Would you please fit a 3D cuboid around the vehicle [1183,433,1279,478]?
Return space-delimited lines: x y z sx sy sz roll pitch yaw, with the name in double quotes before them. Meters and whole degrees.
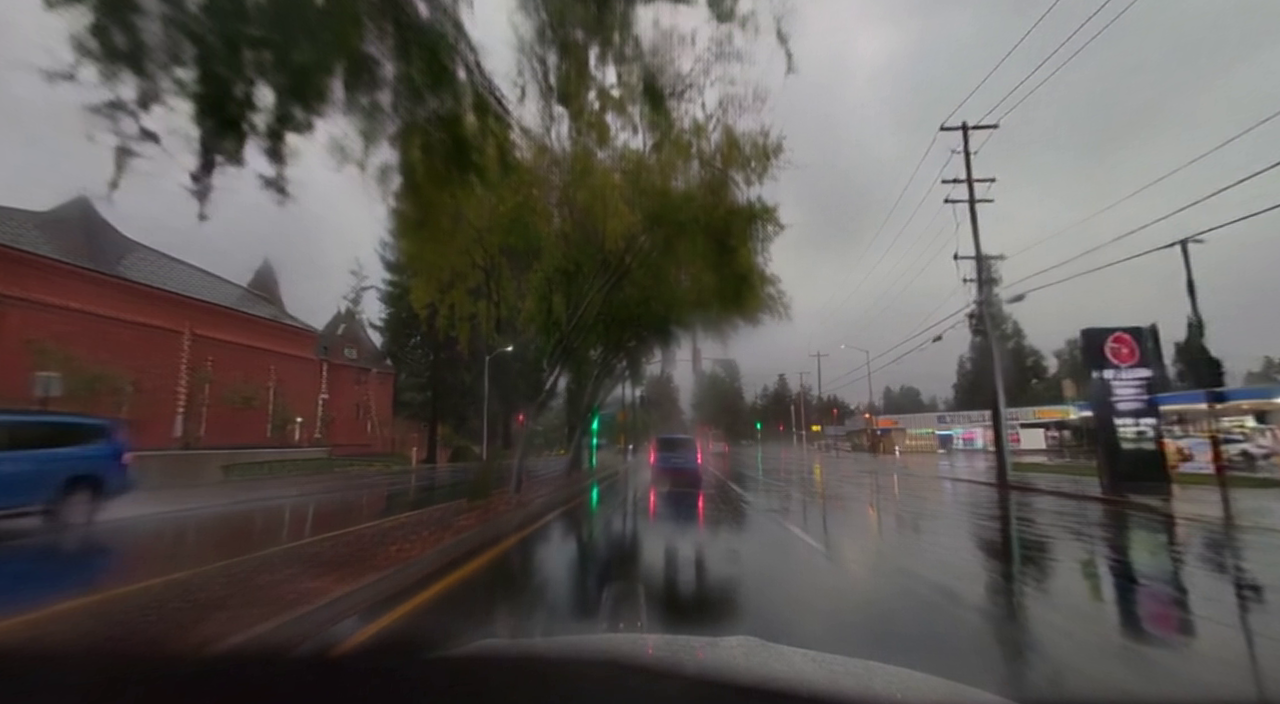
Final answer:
"vehicle" 25.485 4.229 26.093 4.510 1.733 2.066 1 -9 -10

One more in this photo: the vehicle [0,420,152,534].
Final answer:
"vehicle" -11.580 2.094 10.636 2.159 1.850 4.944 -2 -9 12

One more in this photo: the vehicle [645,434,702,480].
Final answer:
"vehicle" 1.372 4.079 24.768 2.032 1.621 4.082 -1 -9 4
